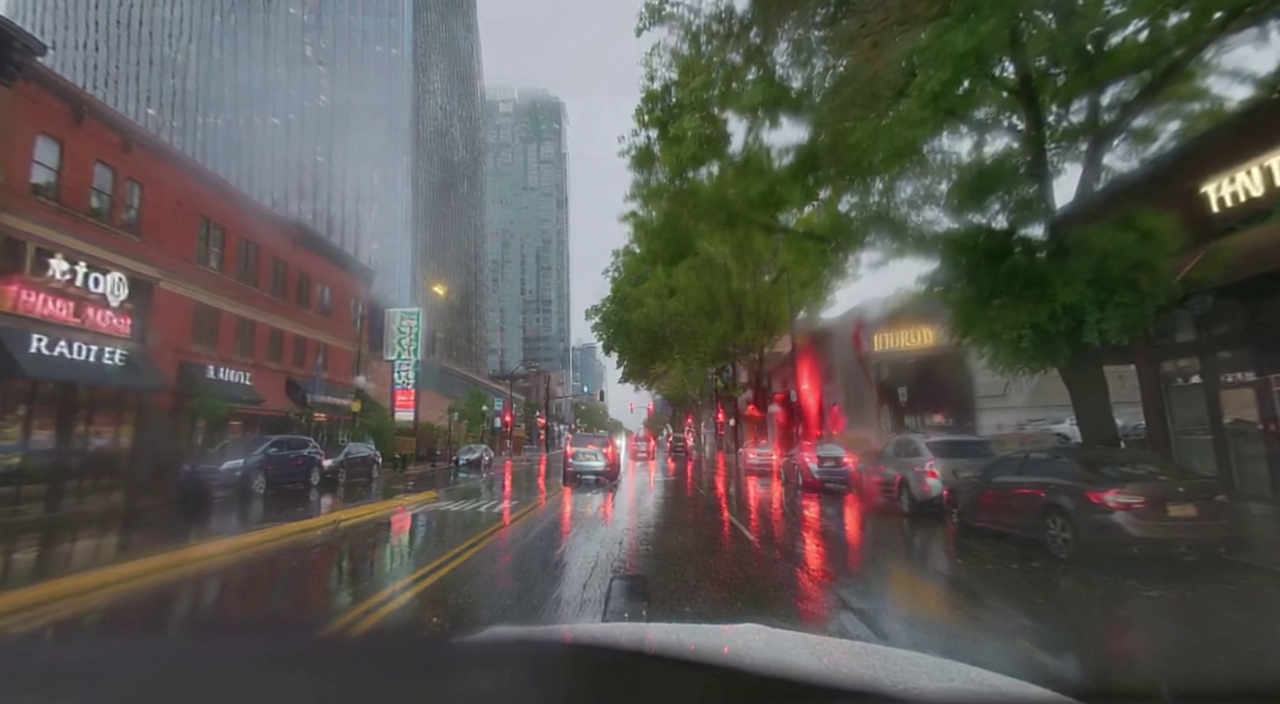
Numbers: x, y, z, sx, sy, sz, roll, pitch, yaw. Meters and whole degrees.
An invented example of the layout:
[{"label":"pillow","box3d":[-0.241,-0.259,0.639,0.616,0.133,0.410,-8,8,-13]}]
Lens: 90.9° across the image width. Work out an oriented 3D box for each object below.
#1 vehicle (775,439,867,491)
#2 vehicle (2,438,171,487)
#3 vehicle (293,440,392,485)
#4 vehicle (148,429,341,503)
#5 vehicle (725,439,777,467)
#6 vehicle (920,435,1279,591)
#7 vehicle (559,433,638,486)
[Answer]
[{"label":"vehicle","box3d":[5.872,3.683,20.924,1.986,1.555,3.879,0,-8,2]},{"label":"vehicle","box3d":[-20.444,4.084,23.607,1.903,1.629,4.525,-1,-8,7]},{"label":"vehicle","box3d":[-12.452,4.638,26.745,2.000,1.708,4.494,0,-8,0]},{"label":"vehicle","box3d":[-12.521,3.641,20.711,2.384,2.044,6.030,0,-8,1]},{"label":"vehicle","box3d":[6.073,5.560,34.973,1.956,1.446,4.537,0,-8,-1]},{"label":"vehicle","box3d":[5.847,1.943,8.581,1.961,1.533,4.473,0,-8,0]},{"label":"vehicle","box3d":[-1.351,3.275,19.602,2.169,1.427,4.531,1,-8,-6]}]
